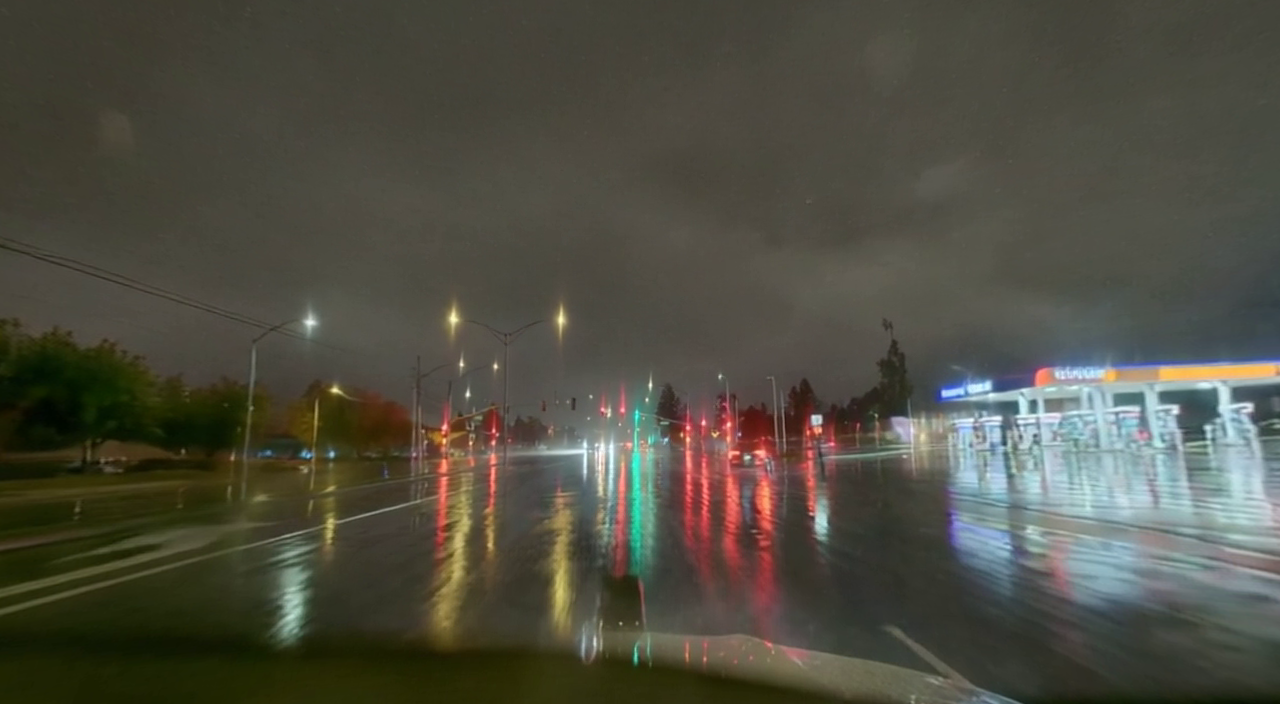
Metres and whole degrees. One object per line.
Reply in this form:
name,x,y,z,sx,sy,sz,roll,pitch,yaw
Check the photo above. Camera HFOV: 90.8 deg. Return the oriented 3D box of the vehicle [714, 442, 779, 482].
vehicle,4.203,4.412,25.737,2.113,1.470,4.867,-1,-8,4
